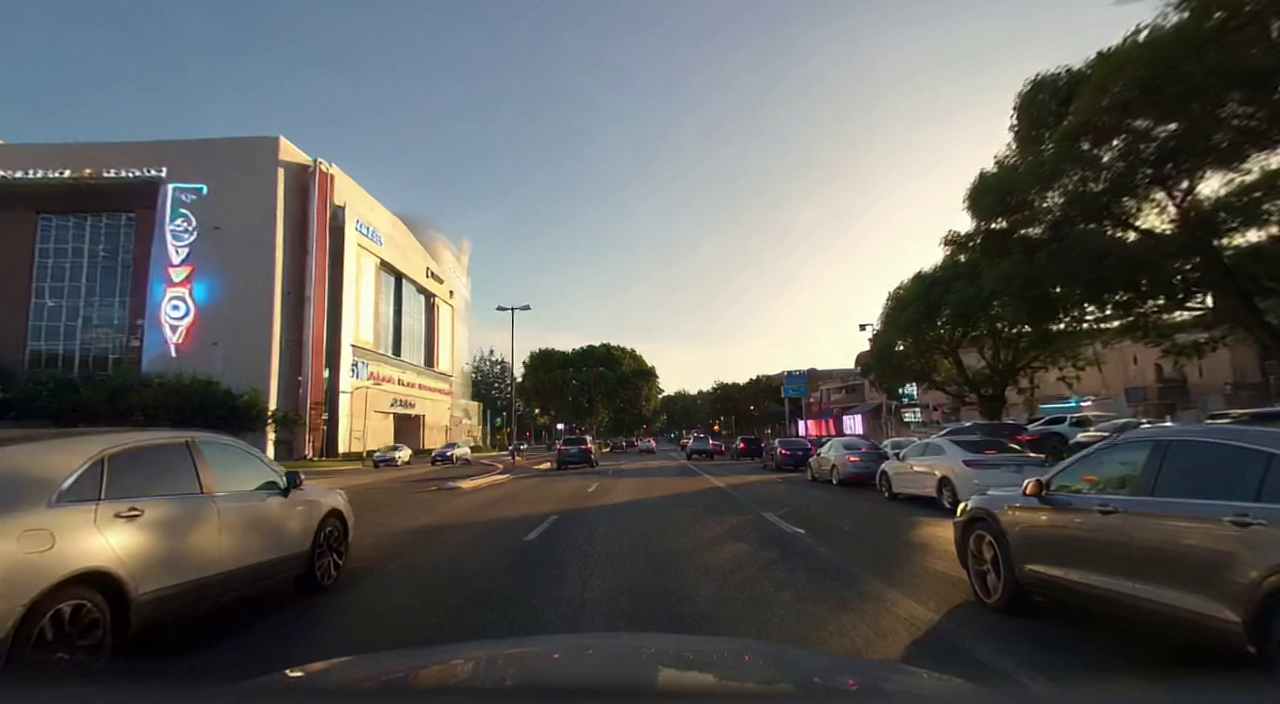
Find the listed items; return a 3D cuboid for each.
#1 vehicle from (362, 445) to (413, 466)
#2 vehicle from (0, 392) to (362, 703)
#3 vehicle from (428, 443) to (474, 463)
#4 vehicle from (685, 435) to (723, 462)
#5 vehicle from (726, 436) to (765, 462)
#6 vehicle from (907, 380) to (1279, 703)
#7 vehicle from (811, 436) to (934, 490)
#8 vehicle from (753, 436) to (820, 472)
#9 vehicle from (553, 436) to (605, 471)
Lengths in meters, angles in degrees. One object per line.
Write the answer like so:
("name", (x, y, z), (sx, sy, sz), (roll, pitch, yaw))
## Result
("vehicle", (-18.771, 7.723, 47.092), (1.911, 1.482, 4.430), (-1, -8, 1))
("vehicle", (-3.681, 1.032, 3.279), (2.155, 1.504, 4.776), (-1, -8, 2))
("vehicle", (-14.725, 7.863, 49.268), (2.177, 1.519, 4.307), (-1, -8, 1))
("vehicle", (4.274, 6.528, 42.753), (2.007, 1.683, 4.171), (0, -8, -1))
("vehicle", (7.791, 7.201, 46.844), (2.003, 1.789, 4.718), (0, -8, -1))
("vehicle", (3.211, 0.957, 2.906), (1.981, 1.499, 4.536), (0, -8, 0))
("vehicle", (7.329, 3.538, 20.549), (2.033, 1.540, 4.923), (0, -8, -1))
("vehicle", (7.199, 5.034, 31.362), (2.077, 1.666, 4.342), (0, -8, -3))
("vehicle", (-2.821, 4.825, 30.127), (1.917, 1.511, 4.436), (-1, -8, 1))
